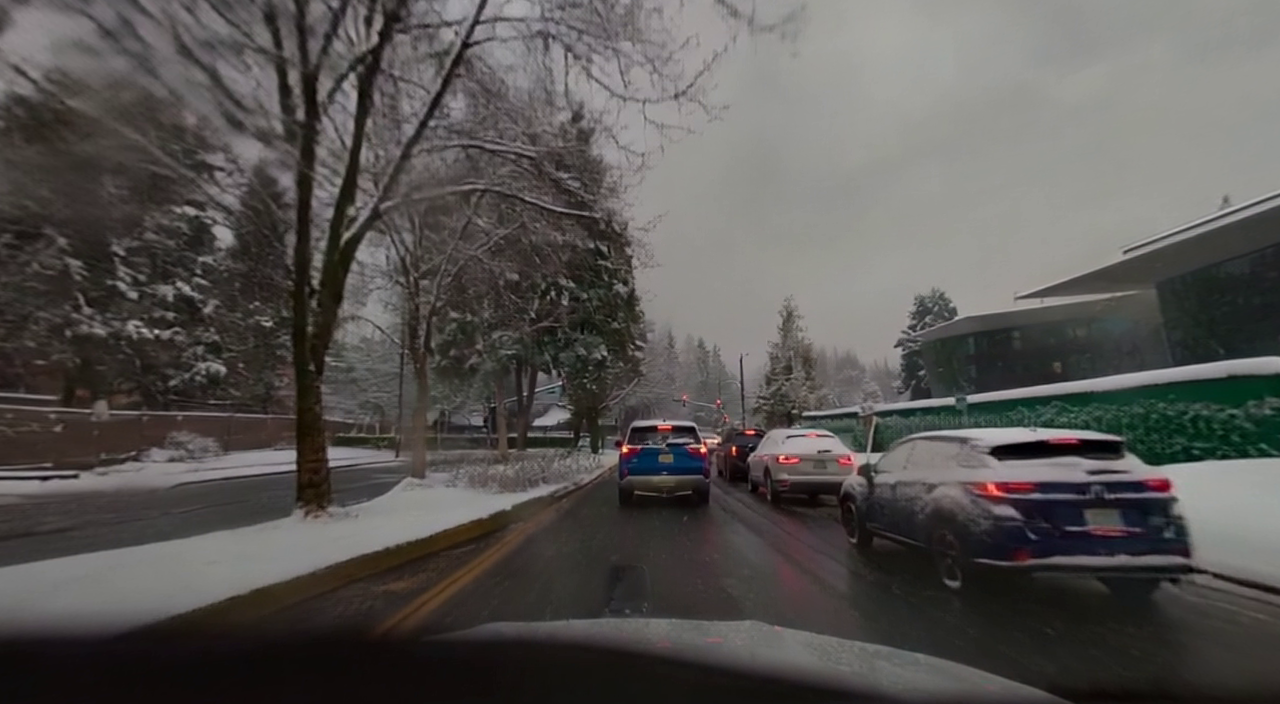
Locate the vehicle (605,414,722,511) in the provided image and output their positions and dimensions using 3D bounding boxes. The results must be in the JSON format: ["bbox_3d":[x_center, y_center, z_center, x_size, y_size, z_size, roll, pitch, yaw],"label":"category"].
[{"bbox_3d":[0.526,2.585,15.074,2.386,1.947,4.168,-1,-9,1],"label":"vehicle"}]

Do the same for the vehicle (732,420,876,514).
[{"bbox_3d":[3.835,2.816,15.933,2.238,1.958,5.250,0,-9,1],"label":"vehicle"}]

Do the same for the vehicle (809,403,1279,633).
[{"bbox_3d":[3.682,1.605,7.201,2.138,1.699,4.852,0,-9,0],"label":"vehicle"}]
